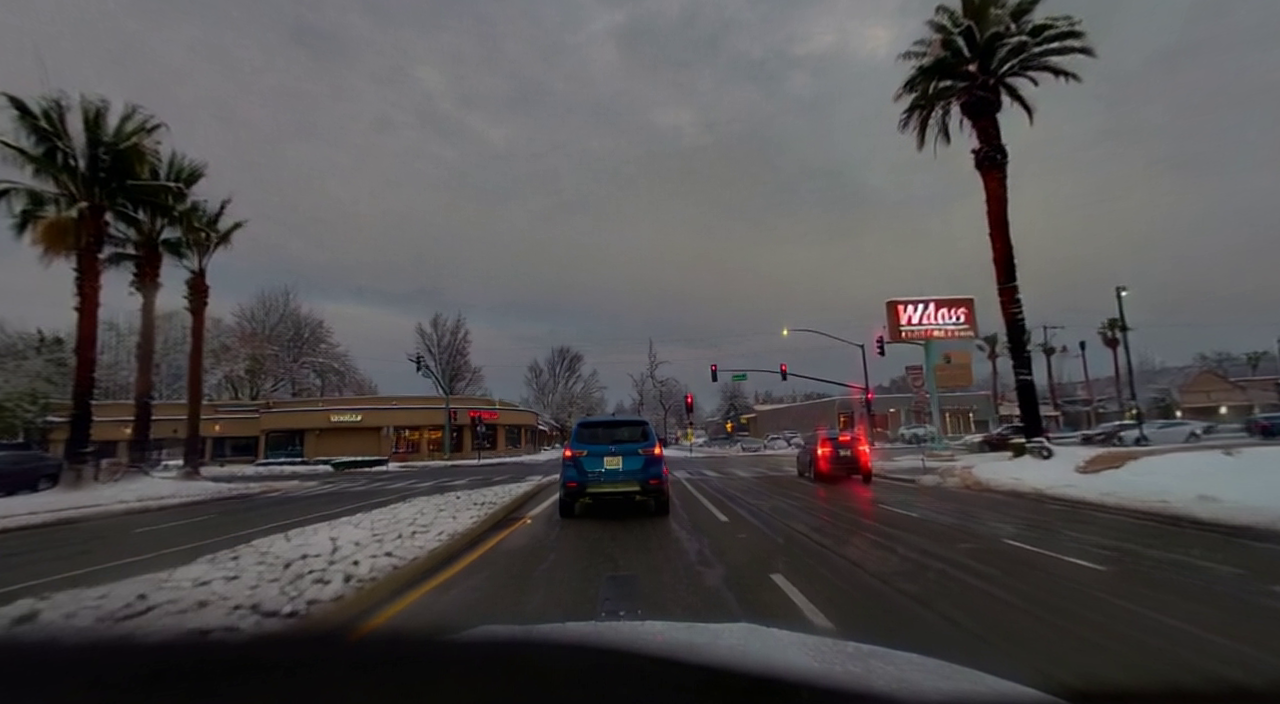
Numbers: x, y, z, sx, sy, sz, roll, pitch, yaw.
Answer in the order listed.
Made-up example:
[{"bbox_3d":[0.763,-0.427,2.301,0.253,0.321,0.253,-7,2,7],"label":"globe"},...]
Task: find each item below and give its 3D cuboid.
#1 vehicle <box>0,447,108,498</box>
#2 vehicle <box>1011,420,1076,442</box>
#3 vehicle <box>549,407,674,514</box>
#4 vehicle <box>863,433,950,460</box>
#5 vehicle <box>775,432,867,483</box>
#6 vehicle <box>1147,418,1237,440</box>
[{"bbox_3d":[-19.457,3.683,19.527,4.277,1.482,1.950,0,-8,2],"label":"vehicle"},{"bbox_3d":[31.727,6.274,49.775,4.167,1.655,1.841,-5,-10,31],"label":"vehicle"},{"bbox_3d":[-0.579,2.317,13.909,2.263,1.932,4.709,0,-8,-2],"label":"vehicle"},{"bbox_3d":[15.405,5.433,36.510,4.745,1.474,1.923,4,-9,-26],"label":"vehicle"},{"bbox_3d":[6.163,3.634,22.066,2.086,1.560,4.542,-1,-8,3],"label":"vehicle"},{"bbox_3d":[39.067,5.478,44.879,4.527,1.458,1.778,-6,-10,34],"label":"vehicle"}]
